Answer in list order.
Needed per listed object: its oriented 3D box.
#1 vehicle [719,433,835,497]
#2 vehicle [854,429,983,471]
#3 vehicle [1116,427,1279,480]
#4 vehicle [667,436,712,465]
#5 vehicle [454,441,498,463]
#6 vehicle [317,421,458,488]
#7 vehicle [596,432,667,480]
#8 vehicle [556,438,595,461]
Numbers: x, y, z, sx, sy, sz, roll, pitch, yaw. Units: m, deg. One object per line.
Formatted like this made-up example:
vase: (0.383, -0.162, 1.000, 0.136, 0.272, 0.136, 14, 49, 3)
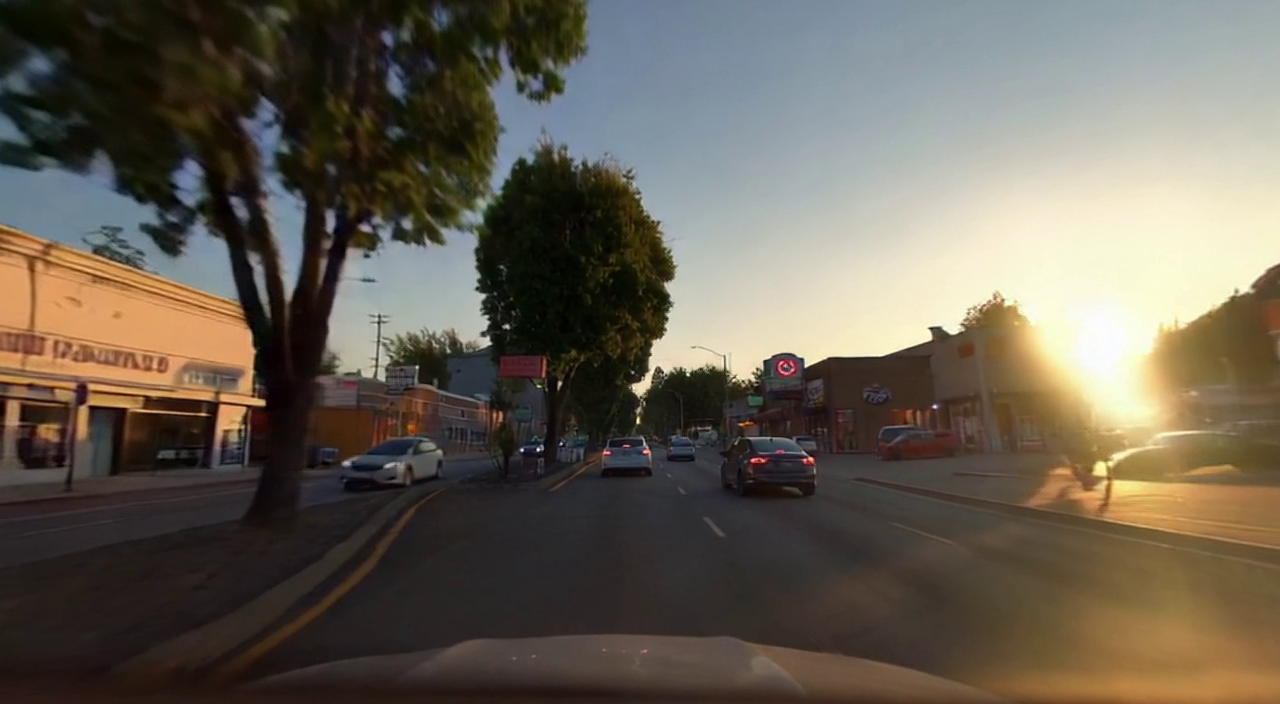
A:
vehicle: (3.454, 2.927, 16.859, 2.060, 1.471, 4.168, 0, -8, -1)
vehicle: (11.401, 4.026, 26.115, 4.291, 1.652, 2.122, 1, -8, -7)
vehicle: (17.521, 3.158, 19.895, 1.772, 1.478, 4.381, 0, -8, 2)
vehicle: (2.732, 5.539, 35.773, 2.098, 1.527, 3.966, 0, -8, -2)
vehicle: (-11.653, 7.124, 45.166, 1.919, 1.497, 4.565, 0, -8, 0)
vehicle: (-8.257, 3.428, 21.491, 2.320, 1.949, 5.755, 0, -8, 1)
vehicle: (-0.282, 3.581, 22.097, 2.232, 1.508, 4.319, 0, -8, -1)
vehicle: (-4.415, 6.709, 43.745, 2.129, 1.459, 4.358, 0, -8, 2)
